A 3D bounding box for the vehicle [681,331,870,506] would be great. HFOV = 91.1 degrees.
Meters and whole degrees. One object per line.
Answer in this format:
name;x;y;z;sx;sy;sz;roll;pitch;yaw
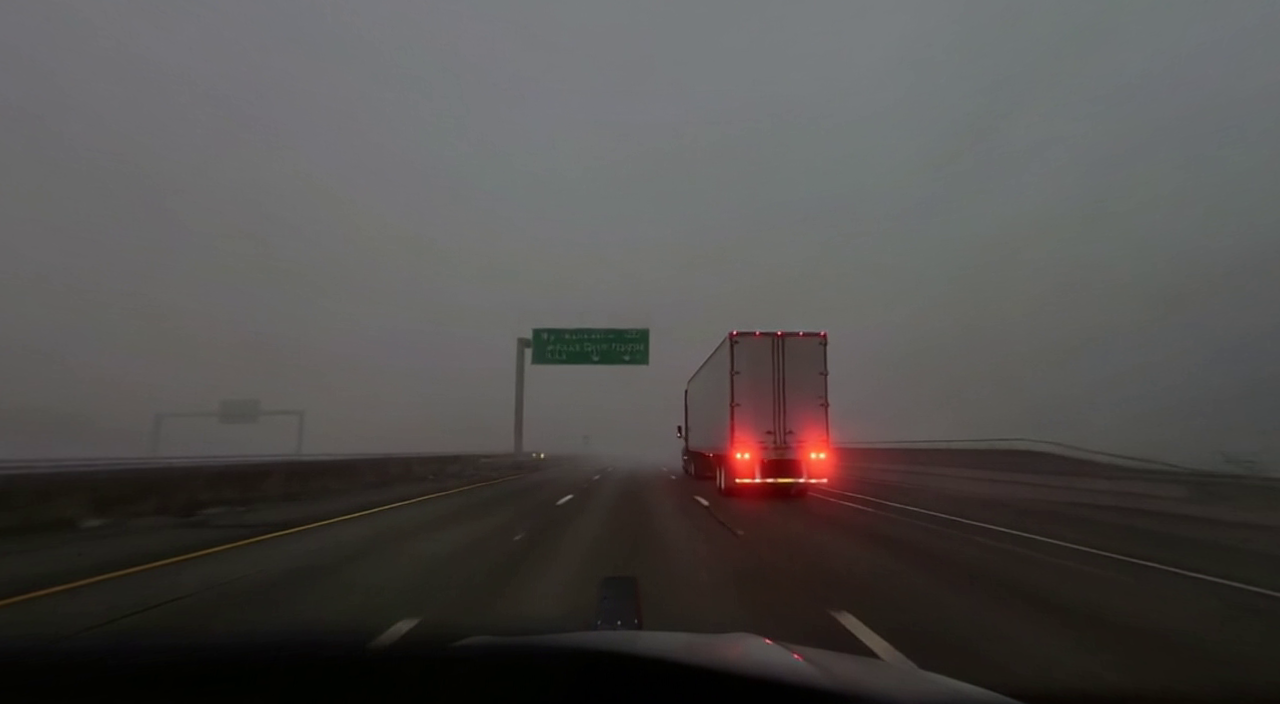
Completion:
vehicle;3.556;2.607;21.714;3.244;4.020;14.561;0;-9;0
